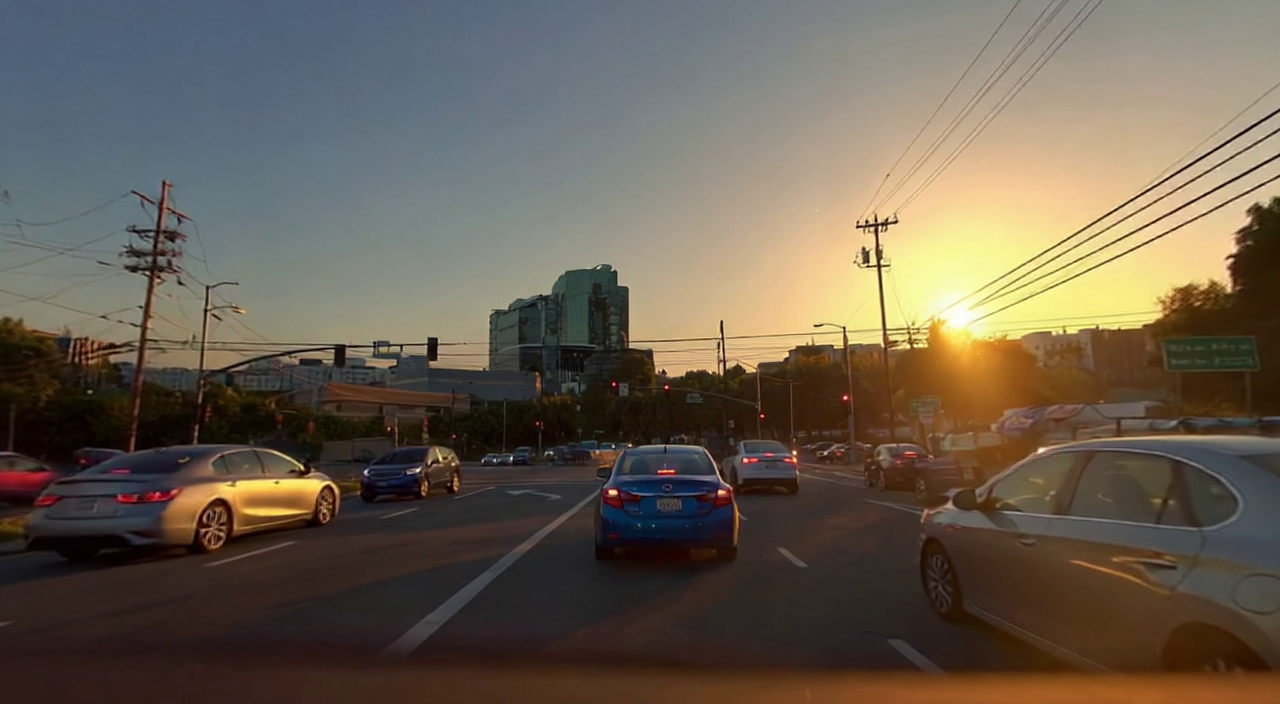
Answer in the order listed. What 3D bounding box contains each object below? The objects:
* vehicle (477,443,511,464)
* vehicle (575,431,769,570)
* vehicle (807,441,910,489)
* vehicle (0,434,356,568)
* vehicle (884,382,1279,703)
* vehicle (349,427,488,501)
[{"bbox_3d":[-11.540,8.051,49.993,1.771,1.574,3.817,-1,-8,0],"label":"vehicle"},{"bbox_3d":[0.330,1.906,8.901,2.109,1.483,3.964,0,-8,0],"label":"vehicle"},{"bbox_3d":[7.283,3.778,21.545,1.867,1.459,4.436,0,-8,-1],"label":"vehicle"},{"bbox_3d":[-6.405,2.035,9.551,1.955,1.497,4.639,-1,-8,1],"label":"vehicle"},{"bbox_3d":[3.129,1.065,3.537,1.870,1.523,4.096,0,-8,0],"label":"vehicle"},{"bbox_3d":[-6.237,3.209,18.582,2.070,1.824,5.196,-1,-8,2],"label":"vehicle"}]
